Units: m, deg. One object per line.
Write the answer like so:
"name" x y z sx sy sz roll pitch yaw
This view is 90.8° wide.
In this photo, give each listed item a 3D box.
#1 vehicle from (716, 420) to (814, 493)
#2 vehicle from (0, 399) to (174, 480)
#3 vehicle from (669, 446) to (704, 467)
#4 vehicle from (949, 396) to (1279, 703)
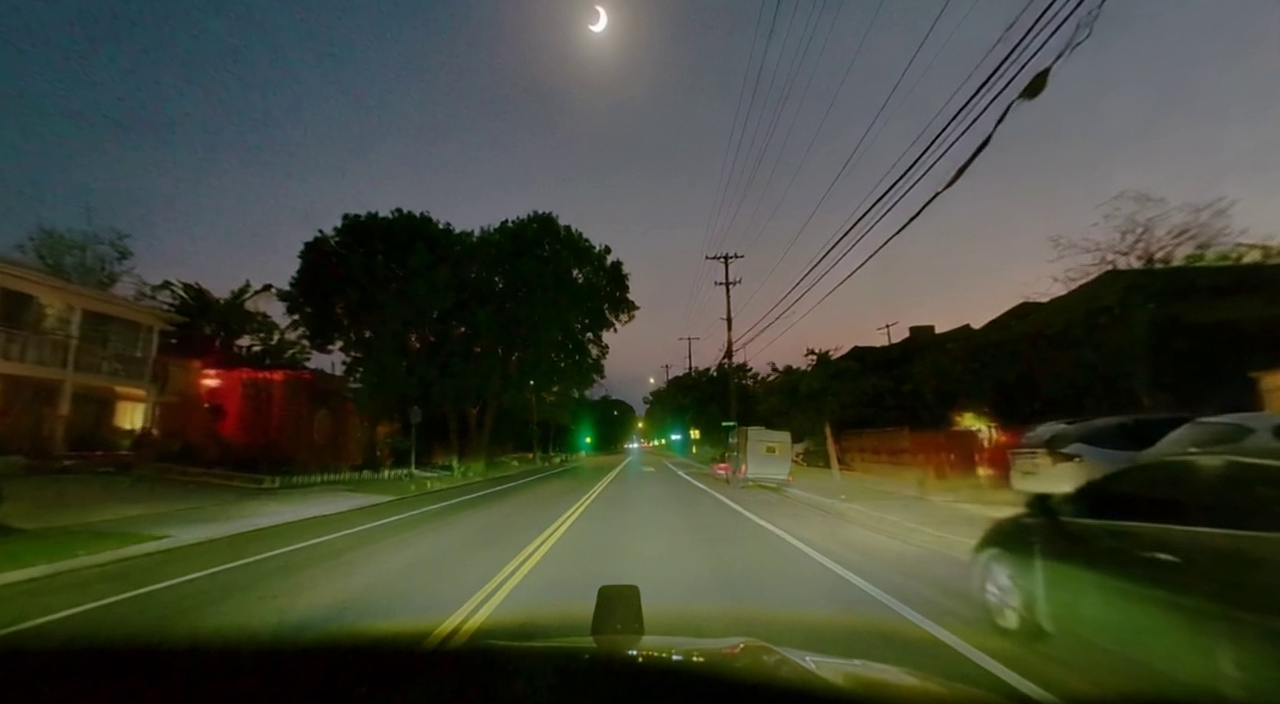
"vehicle" 3.795 3.282 20.146 2.088 2.019 4.802 0 -8 0
"vehicle" -21.332 2.992 21.540 2.970 2.515 10.445 -2 -7 0
"vehicle" 3.447 7.839 47.796 2.191 1.494 4.957 0 -8 0
"vehicle" 3.551 0.982 2.796 1.979 1.524 4.602 0 -8 -1
